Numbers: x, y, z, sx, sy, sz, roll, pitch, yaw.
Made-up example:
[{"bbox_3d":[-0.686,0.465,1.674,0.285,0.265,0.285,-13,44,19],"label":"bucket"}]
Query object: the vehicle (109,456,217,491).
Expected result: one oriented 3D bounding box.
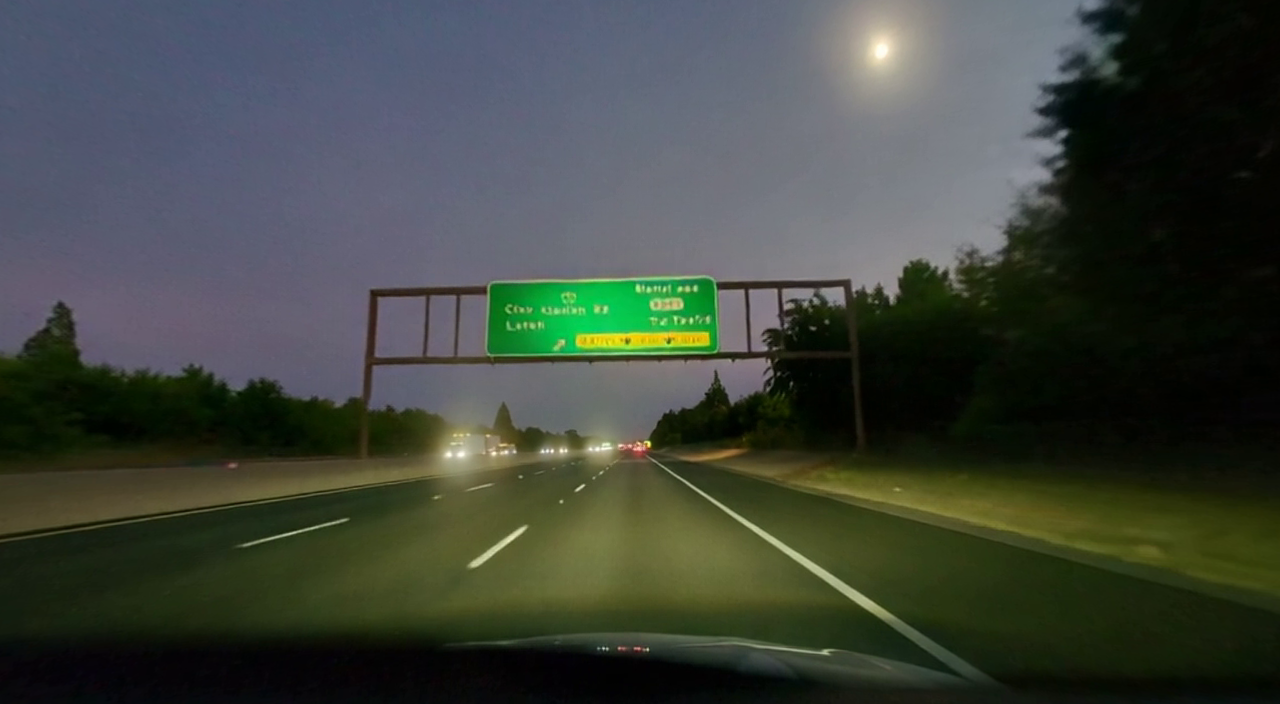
[{"bbox_3d":[-21.036,5.338,28.078,1.645,1.373,4.176,0,-9,-2],"label":"vehicle"}]
